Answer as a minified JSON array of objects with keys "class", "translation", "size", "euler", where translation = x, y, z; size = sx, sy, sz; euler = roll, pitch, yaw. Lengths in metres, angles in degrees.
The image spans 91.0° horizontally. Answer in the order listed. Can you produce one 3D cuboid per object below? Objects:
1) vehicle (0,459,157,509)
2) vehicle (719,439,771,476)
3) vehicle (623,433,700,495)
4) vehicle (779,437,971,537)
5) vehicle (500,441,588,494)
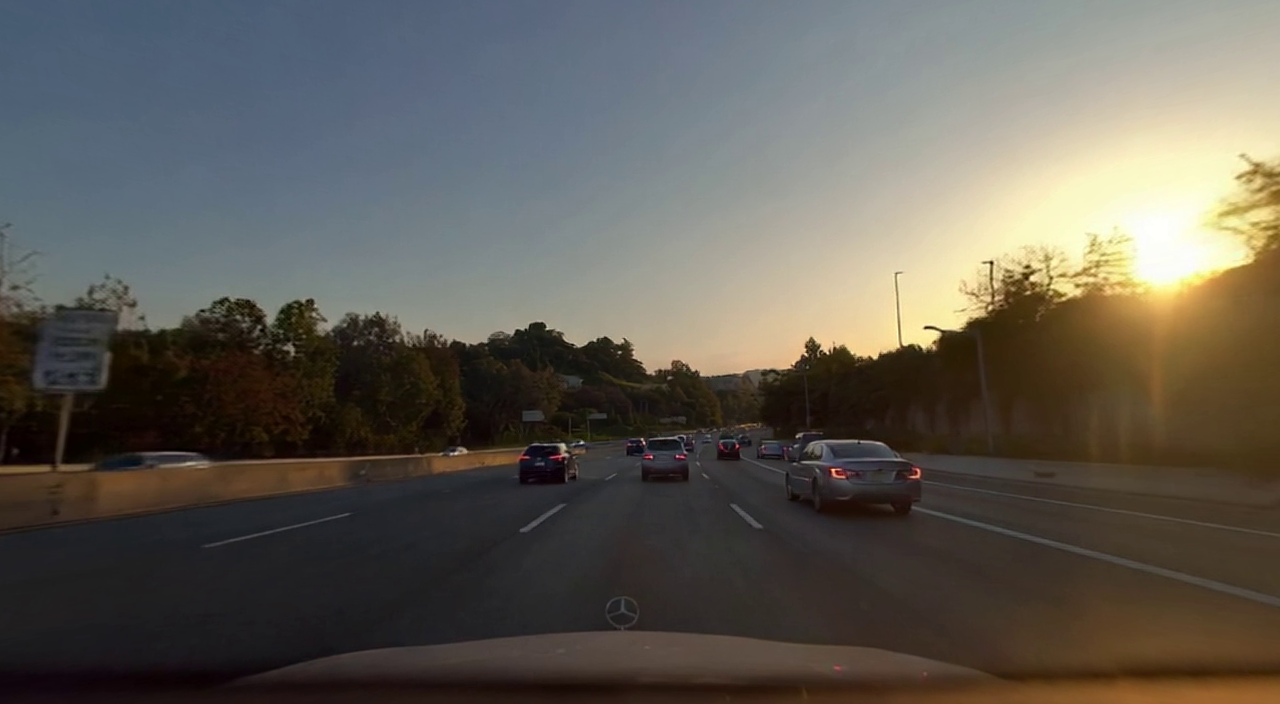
[{"class":"vehicle","translation":[-20.424,4.727,22.967],"size":[2.031,1.551,4.268],"euler":[0,-9,3]},{"class":"vehicle","translation":[5.322,5.410,32.538],"size":[2.063,1.710,4.591],"euler":[0,-9,2]},{"class":"vehicle","translation":[0.671,3.488,19.984],"size":[2.181,1.728,3.970],"euler":[0,-9,2]},{"class":"vehicle","translation":[4.128,2.423,11.976],"size":[1.999,1.514,4.338],"euler":[0,-9,1]},{"class":"vehicle","translation":[-2.981,3.684,20.466],"size":[2.012,1.495,4.169],"euler":[0,-9,3]}]
